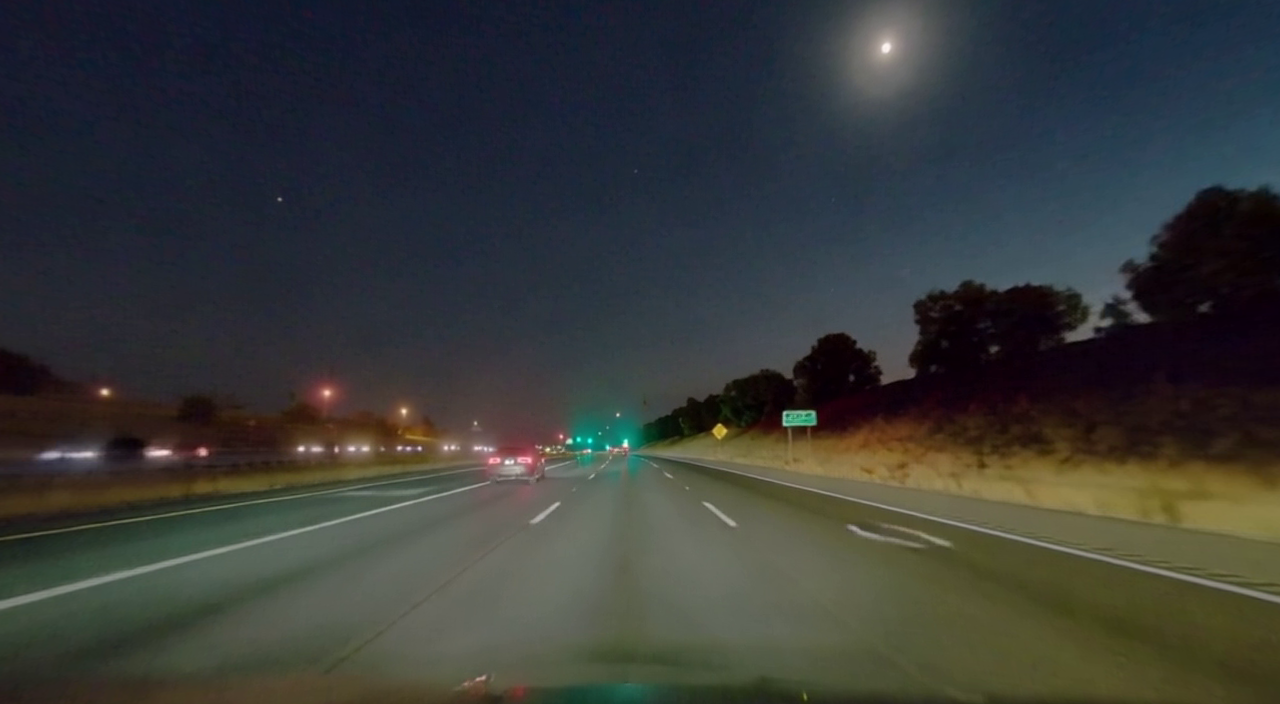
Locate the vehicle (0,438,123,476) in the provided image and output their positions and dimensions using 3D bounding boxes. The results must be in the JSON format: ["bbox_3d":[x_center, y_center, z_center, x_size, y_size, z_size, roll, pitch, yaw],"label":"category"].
[{"bbox_3d":[-25.240,4.490,27.238,1.854,1.453,4.829,0,-9,0],"label":"vehicle"}]

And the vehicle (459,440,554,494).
[{"bbox_3d":[-4.128,3.635,20.331,2.073,1.516,4.478,0,-9,0],"label":"vehicle"}]
